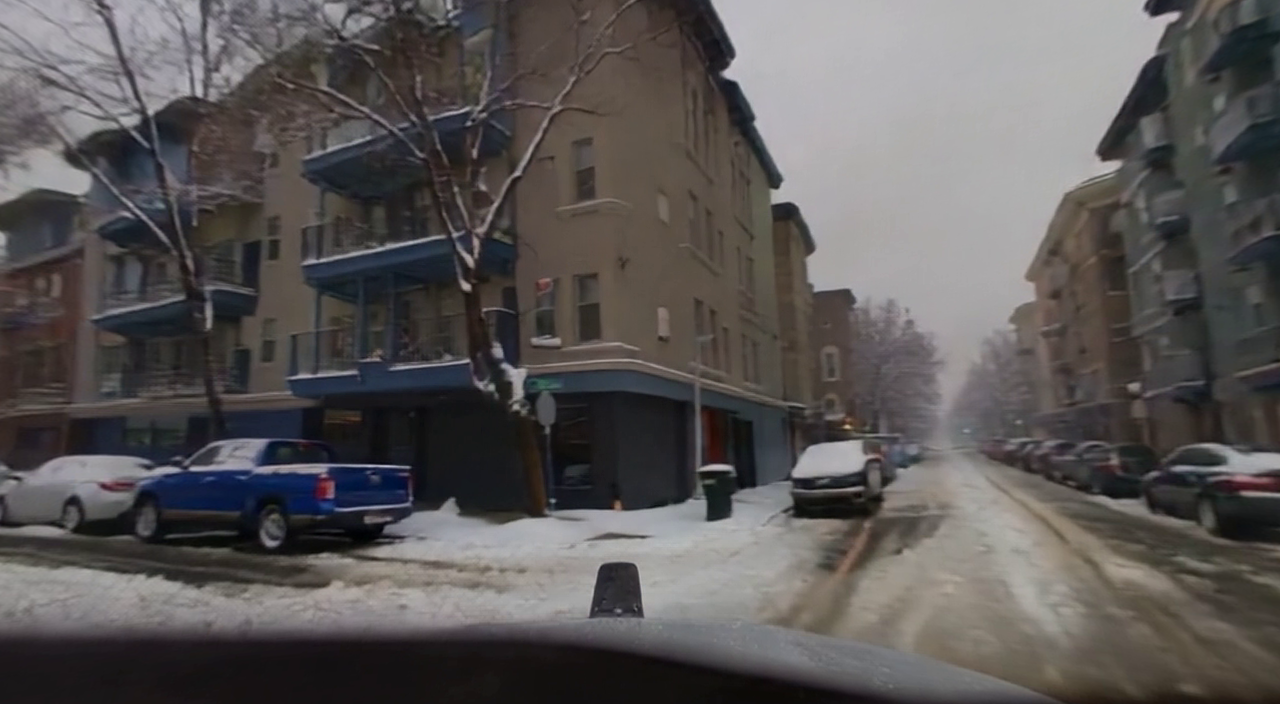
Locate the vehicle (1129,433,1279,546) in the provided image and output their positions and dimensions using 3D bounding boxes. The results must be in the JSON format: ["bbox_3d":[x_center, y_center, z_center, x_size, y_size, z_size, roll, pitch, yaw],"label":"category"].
[{"bbox_3d":[9.843,2.183,10.348,1.868,1.544,3.869,-3,-10,24],"label":"vehicle"}]

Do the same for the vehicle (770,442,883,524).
[{"bbox_3d":[4.105,2.672,13.509,1.882,1.459,3.518,-3,-8,23],"label":"vehicle"}]

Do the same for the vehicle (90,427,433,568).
[{"bbox_3d":[-5.640,1.979,9.390,4.679,1.631,2.025,-4,-9,25],"label":"vehicle"}]

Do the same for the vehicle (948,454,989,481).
[{"bbox_3d":[23.424,8.203,45.075,2.341,1.675,4.360,-4,-9,25],"label":"vehicle"}]
